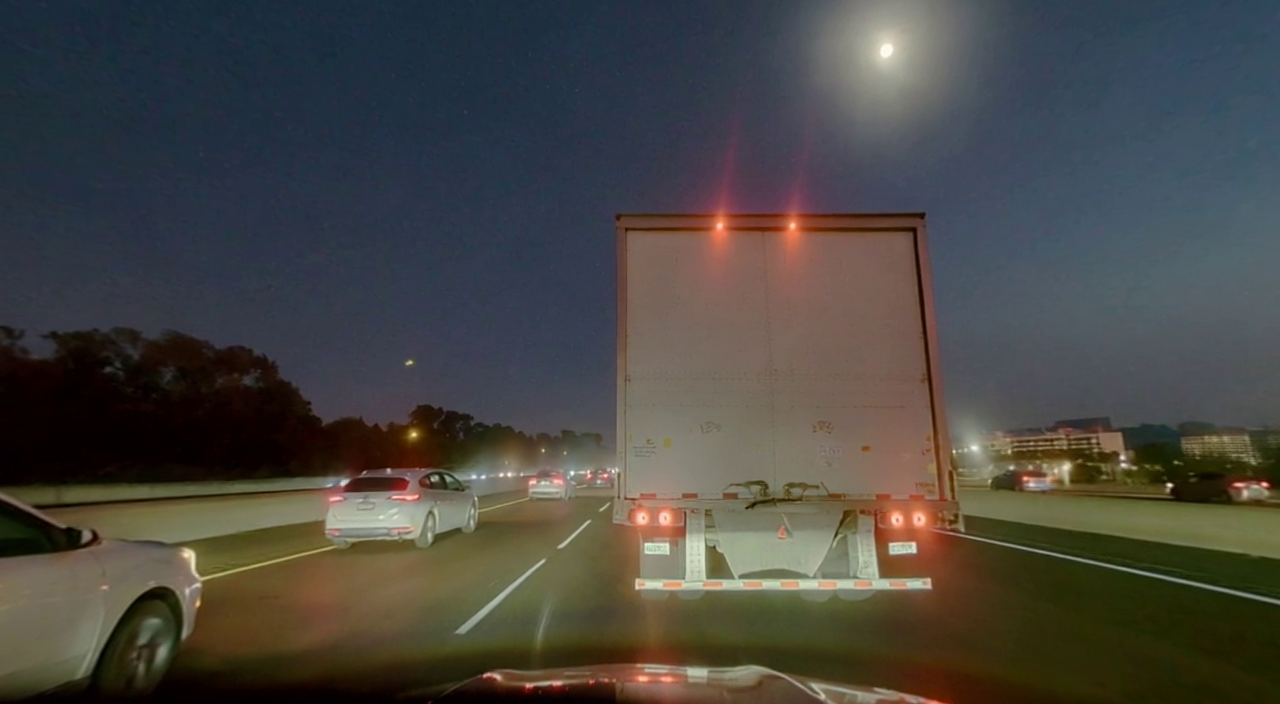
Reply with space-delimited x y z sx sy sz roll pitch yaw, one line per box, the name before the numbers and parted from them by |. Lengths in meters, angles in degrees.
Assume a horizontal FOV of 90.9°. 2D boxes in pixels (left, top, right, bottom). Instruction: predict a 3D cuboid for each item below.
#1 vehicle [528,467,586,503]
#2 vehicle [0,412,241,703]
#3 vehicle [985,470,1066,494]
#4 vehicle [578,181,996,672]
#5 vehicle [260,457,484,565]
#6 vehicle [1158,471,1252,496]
vehicle | -3.678 5.999 28.711 1.964 1.482 4.371 0 -11 1
vehicle | -3.467 0.802 1.423 1.983 1.509 4.679 0 -11 1
vehicle | 25.496 8.623 41.828 4.299 1.465 1.807 -4 -11 23
vehicle | 1.003 1.213 8.862 2.831 3.529 8.689 1 -11 0
vehicle | -4.292 2.637 11.060 1.946 1.469 4.431 1 -11 0
vehicle | 35.409 8.233 39.581 3.974 1.485 1.709 -1 -11 8
